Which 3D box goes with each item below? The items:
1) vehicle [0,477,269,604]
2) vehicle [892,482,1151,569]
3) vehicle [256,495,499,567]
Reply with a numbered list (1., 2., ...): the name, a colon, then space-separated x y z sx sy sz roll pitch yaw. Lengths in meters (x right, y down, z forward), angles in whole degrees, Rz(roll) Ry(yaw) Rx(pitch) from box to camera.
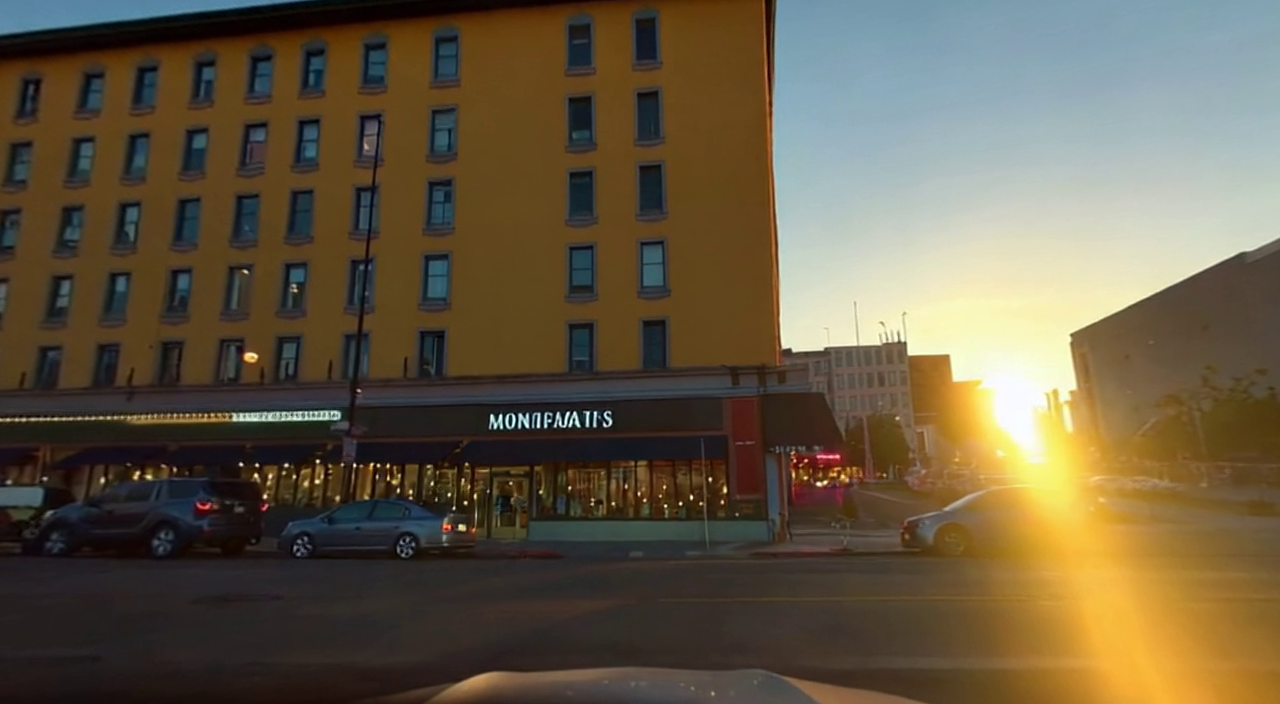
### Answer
1. vehicle: -7.980 2.547 8.997 4.330 1.458 1.932 -2 -10 10
2. vehicle: 8.208 3.772 13.989 4.410 1.687 1.834 -1 -10 3
3. vehicle: -5.932 4.088 14.654 4.830 1.421 1.826 -1 -10 5
